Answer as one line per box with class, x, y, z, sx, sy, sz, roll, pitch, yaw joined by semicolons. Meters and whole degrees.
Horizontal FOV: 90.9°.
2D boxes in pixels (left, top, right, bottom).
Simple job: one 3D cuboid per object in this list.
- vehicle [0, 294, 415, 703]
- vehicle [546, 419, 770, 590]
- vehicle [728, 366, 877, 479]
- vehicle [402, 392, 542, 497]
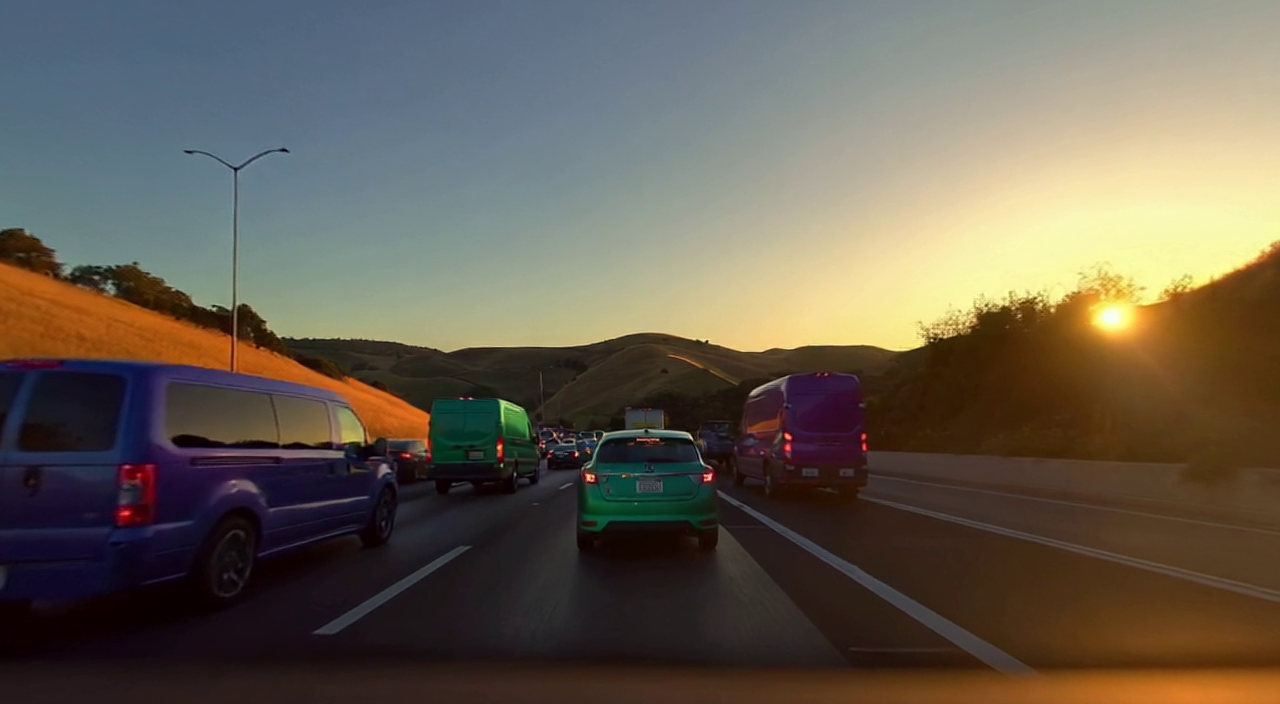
vehicle;-4.233;1.129;5.895;2.195;2.086;5.445;0;-8;0
vehicle;0.110;1.656;7.674;2.003;1.499;3.930;0;-8;-2
vehicle;6.402;3.227;27.420;2.977;3.878;11.111;0;-8;-3
vehicle;-4.497;2.648;18.098;2.300;2.522;5.701;-1;-8;1
